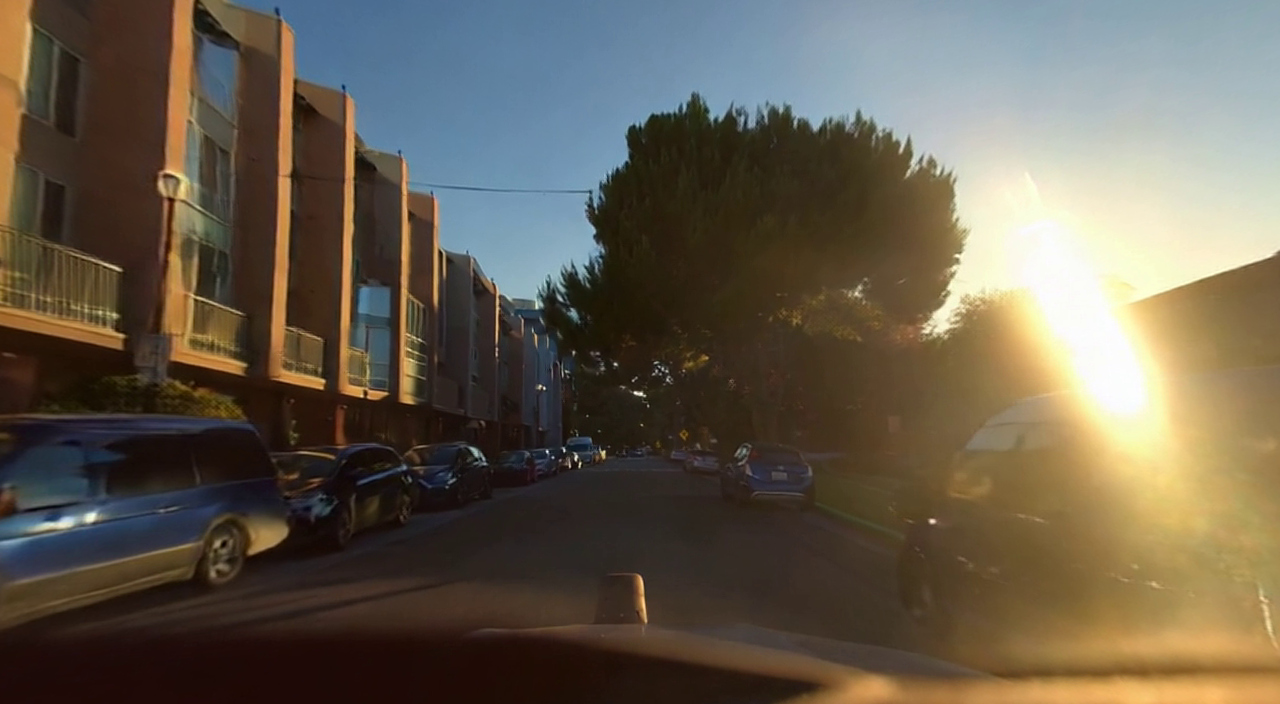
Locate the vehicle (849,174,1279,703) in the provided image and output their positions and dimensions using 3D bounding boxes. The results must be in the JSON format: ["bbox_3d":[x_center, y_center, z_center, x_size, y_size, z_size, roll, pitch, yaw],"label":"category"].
[{"bbox_3d":[2.798,0.599,2.140,2.259,2.119,5.281,-1,-2,-2],"label":"vehicle"}]

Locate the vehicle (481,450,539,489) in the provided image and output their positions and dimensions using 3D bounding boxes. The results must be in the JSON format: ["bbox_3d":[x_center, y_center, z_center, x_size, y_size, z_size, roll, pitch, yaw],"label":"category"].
[{"bbox_3d":[-5.341,4.851,26.363,1.722,1.491,3.431,0,-8,0],"label":"vehicle"}]

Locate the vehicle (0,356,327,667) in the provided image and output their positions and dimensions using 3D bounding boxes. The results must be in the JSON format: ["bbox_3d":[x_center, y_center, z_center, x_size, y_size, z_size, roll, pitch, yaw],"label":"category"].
[{"bbox_3d":[-5.426,1.364,5.874,2.196,2.059,5.748,-2,-9,-1],"label":"vehicle"}]

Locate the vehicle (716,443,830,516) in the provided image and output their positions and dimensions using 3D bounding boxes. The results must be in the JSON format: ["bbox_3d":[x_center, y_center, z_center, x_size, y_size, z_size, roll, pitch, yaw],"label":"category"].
[{"bbox_3d":[3.034,2.967,15.288,1.903,1.512,3.900,0,-8,0],"label":"vehicle"}]

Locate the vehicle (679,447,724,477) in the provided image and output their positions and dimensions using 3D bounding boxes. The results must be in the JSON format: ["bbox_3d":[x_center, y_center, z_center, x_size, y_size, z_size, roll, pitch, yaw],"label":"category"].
[{"bbox_3d":[3.161,5.761,33.387,1.835,1.490,4.134,0,-8,-2],"label":"vehicle"}]
